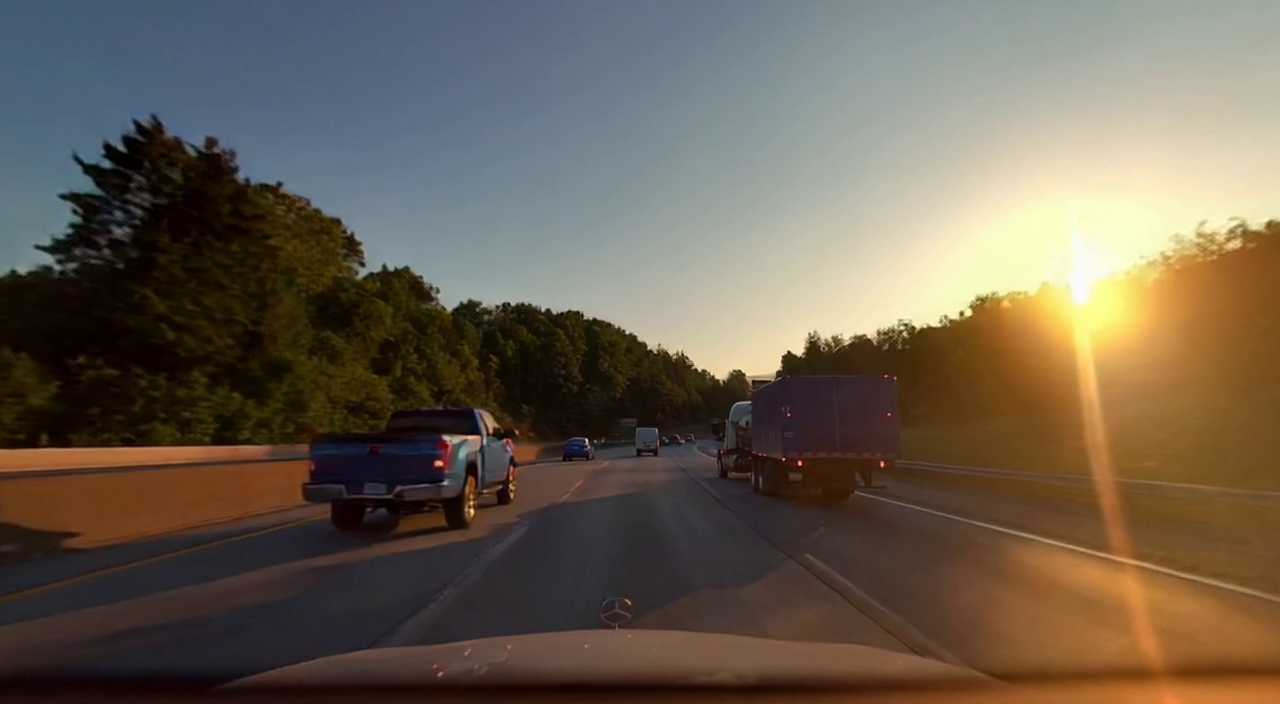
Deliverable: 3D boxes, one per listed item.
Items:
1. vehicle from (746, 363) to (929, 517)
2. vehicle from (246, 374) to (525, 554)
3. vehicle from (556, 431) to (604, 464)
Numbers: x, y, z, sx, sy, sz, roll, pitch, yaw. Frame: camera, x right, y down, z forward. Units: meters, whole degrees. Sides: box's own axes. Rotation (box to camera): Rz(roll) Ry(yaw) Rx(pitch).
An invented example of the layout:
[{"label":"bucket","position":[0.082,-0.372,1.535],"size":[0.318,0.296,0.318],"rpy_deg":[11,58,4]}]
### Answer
[{"label":"vehicle","position":[3.657,1.738,12.646],"size":[2.256,2.568,4.049],"rpy_deg":[0,-8,-1]},{"label":"vehicle","position":[-3.256,1.561,9.415],"size":[2.204,1.991,4.720],"rpy_deg":[0,-8,0]},{"label":"vehicle","position":[-3.029,4.914,32.586],"size":[2.008,1.588,4.147],"rpy_deg":[0,-8,1]}]
